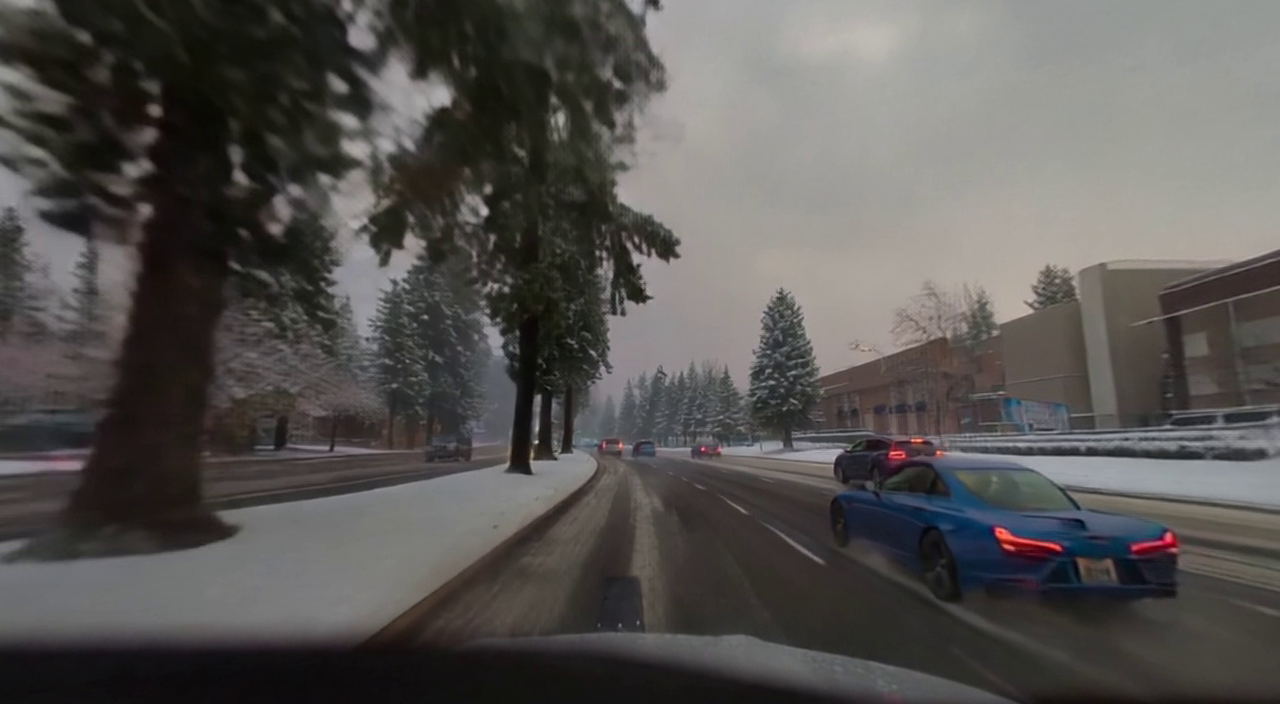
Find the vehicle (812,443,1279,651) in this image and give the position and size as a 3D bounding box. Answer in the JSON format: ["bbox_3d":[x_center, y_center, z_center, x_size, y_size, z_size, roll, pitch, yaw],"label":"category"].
[{"bbox_3d":[3.418,1.620,6.434,1.990,1.347,4.388,0,-8,-2],"label":"vehicle"}]

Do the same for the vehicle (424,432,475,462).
[{"bbox_3d":[-11.757,5.910,39.288,2.048,1.738,4.520,1,-8,-4],"label":"vehicle"}]

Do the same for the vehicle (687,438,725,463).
[{"bbox_3d":[4.660,7.085,45.462,1.931,1.685,4.054,1,-8,-6],"label":"vehicle"}]
